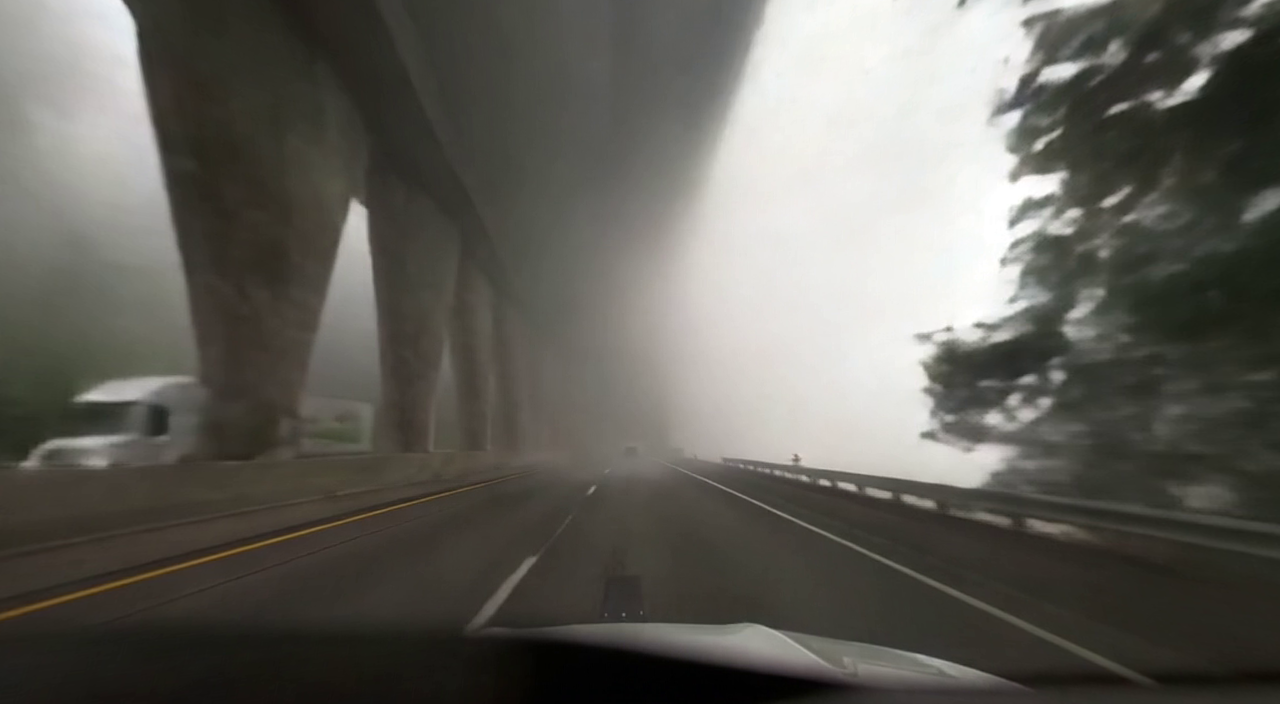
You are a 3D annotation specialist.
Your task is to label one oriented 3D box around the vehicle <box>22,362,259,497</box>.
[{"bbox_3d":[-16.296,2.669,21.314,3.008,3.916,5.886,0,-9,-1],"label":"vehicle"}]
